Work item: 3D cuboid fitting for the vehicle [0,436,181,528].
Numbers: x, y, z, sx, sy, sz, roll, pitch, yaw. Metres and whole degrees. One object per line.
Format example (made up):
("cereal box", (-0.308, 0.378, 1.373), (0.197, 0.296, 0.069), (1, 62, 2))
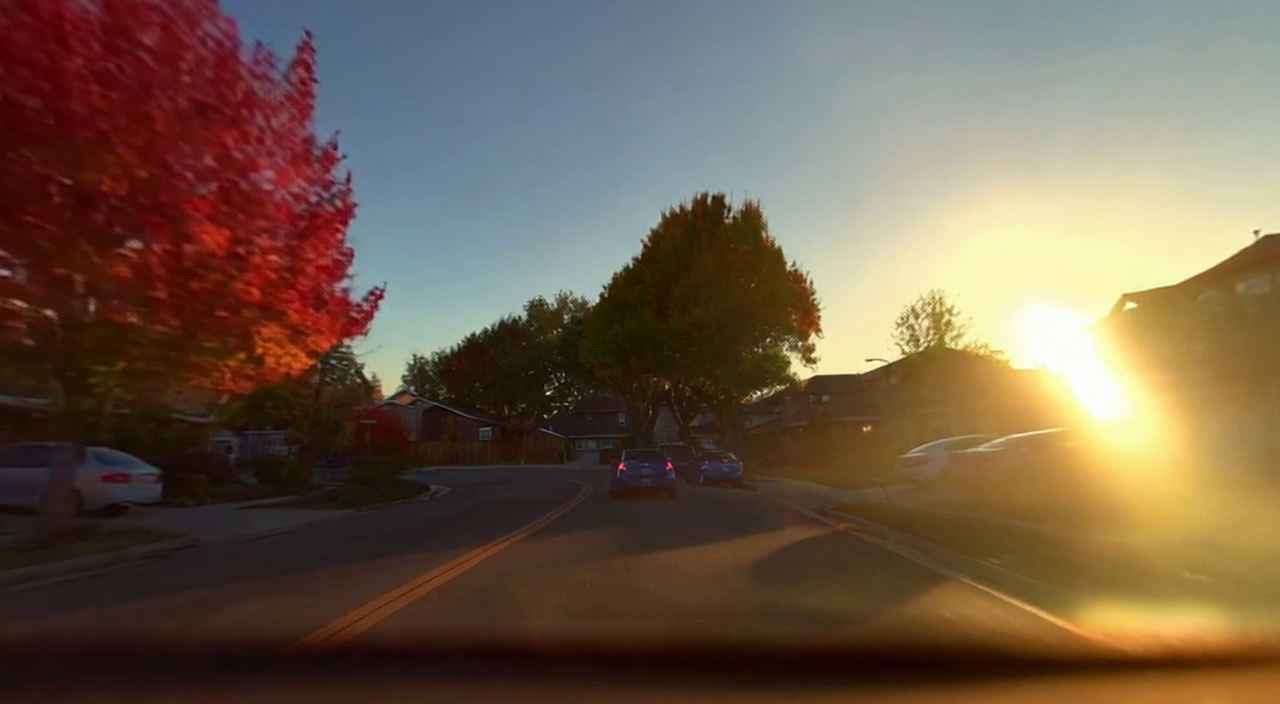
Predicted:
("vehicle", (-13.020, 2.746, 13.518), (4.597, 1.794, 2.043), (1, -10, -6))

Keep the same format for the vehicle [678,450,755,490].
("vehicle", (2.946, 4.677, 25.423), (2.089, 1.462, 4.529), (1, -9, -6))

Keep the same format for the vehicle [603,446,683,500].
("vehicle", (-0.026, 3.709, 19.675), (2.192, 1.474, 4.192), (1, -9, -3))

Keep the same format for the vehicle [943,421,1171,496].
("vehicle", (10.683, 2.722, 16.409), (4.524, 1.587, 2.064), (-2, -8, -7))
